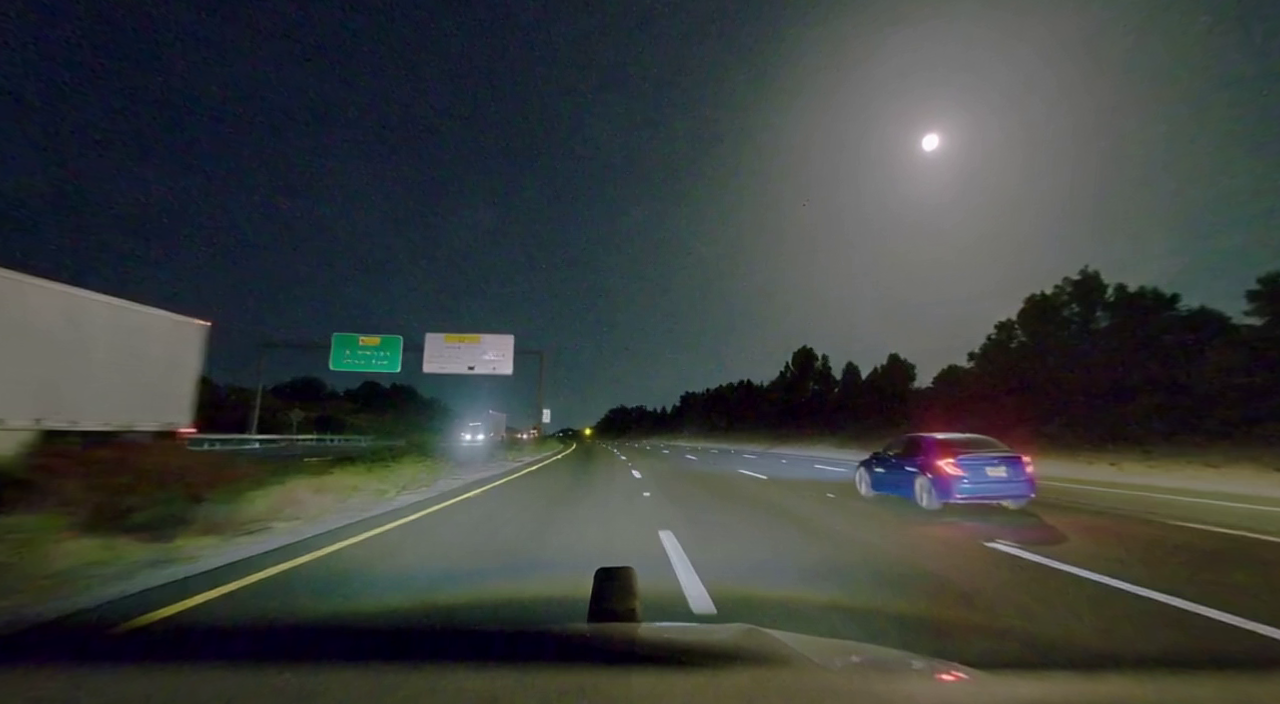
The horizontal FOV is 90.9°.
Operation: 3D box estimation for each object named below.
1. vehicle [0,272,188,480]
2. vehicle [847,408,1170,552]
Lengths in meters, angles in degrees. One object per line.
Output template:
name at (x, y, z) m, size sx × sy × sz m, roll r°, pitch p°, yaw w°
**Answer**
vehicle at (-13.740, 0.167, 9.959) m, size 2.957 × 3.977 × 14.659 m, roll 0°, pitch -8°, yaw -2°
vehicle at (4.878, 1.718, 9.262) m, size 1.997 × 1.589 × 4.179 m, roll 0°, pitch -8°, yaw -4°
